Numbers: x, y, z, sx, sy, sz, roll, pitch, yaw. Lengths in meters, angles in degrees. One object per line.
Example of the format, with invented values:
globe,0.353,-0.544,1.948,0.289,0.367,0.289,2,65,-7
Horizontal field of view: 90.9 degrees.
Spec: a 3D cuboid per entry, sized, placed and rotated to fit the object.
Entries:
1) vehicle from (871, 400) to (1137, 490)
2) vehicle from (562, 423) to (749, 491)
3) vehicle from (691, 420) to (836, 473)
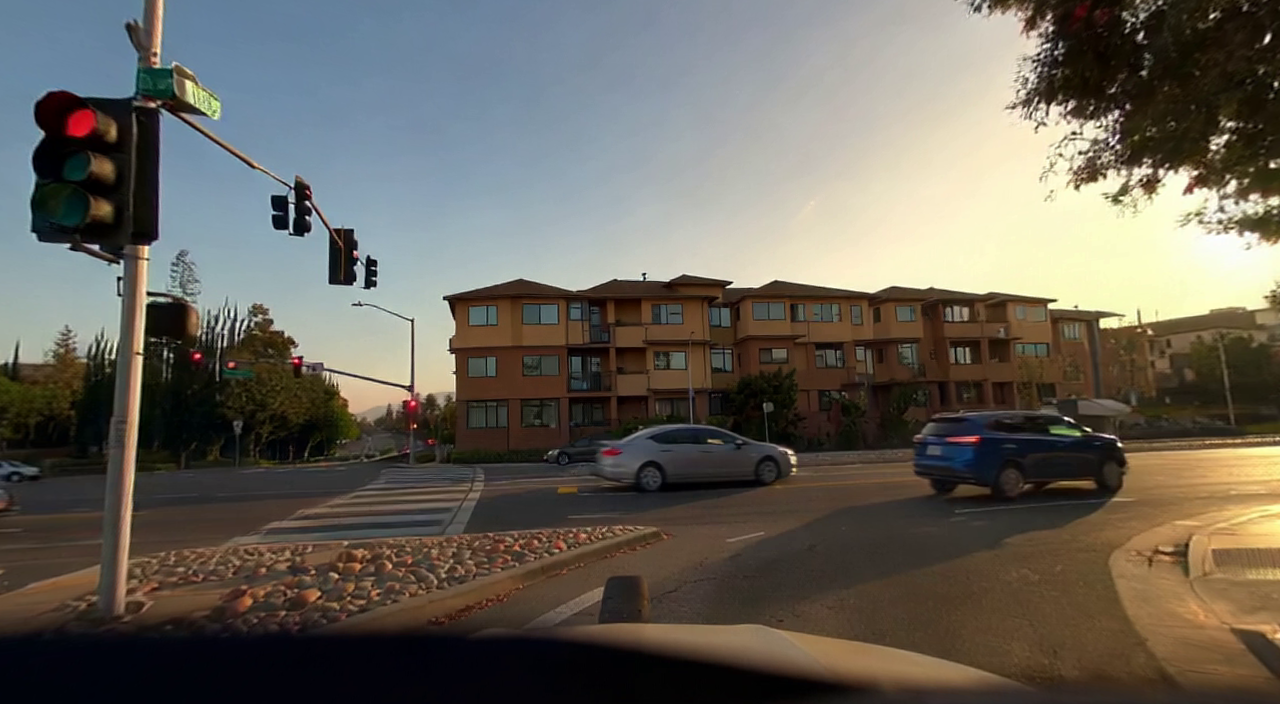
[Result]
vehicle,8.798,2.249,15.400,5.554,1.911,2.225,2,-9,-15
vehicle,0.377,2.826,17.242,4.719,1.671,1.985,2,-9,-16
vehicle,4.208,3.256,21.746,4.503,1.689,1.879,2,-9,-16
